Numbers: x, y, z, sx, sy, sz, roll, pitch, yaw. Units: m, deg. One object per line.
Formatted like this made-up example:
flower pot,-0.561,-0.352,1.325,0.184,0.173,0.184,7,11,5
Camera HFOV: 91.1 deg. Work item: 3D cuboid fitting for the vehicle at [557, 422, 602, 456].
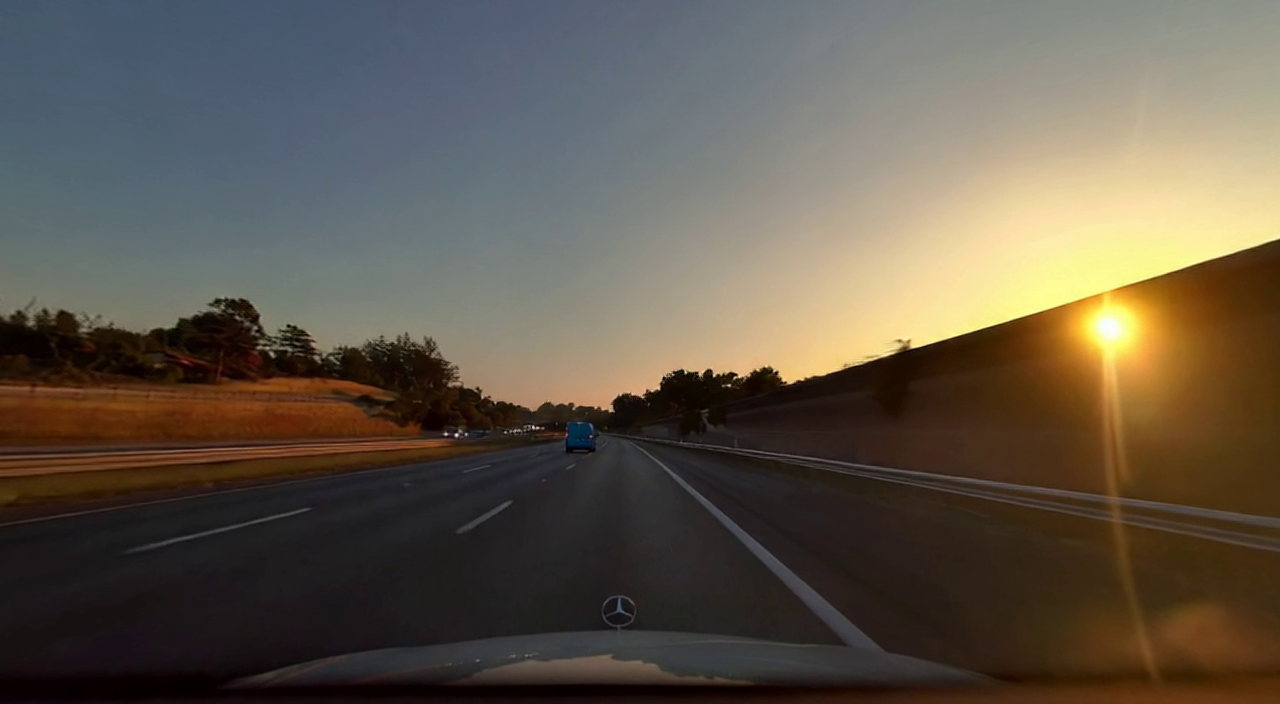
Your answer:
vehicle,-3.826,5.628,40.777,2.309,2.053,4.884,0,-8,1
